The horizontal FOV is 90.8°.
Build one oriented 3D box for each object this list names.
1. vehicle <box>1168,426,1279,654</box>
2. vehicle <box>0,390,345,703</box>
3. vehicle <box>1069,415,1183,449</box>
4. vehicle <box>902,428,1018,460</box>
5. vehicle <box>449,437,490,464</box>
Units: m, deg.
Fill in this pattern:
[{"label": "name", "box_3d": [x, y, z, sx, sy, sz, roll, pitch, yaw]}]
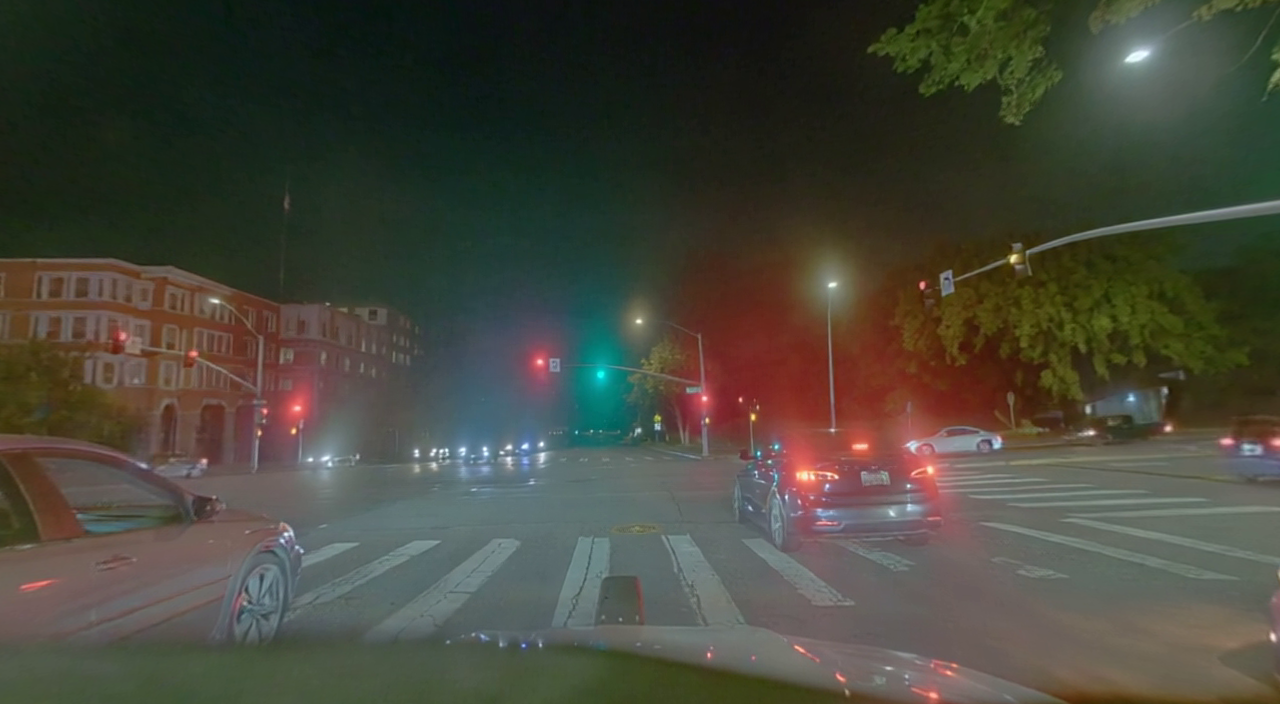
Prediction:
[{"label": "vehicle", "box_3d": [4.938, 0.988, 2.562, 1.949, 1.449, 4.530, -1, -8, 5]}, {"label": "vehicle", "box_3d": [-3.063, 0.886, 2.156, 1.919, 1.478, 4.720, 0, -8, -1]}, {"label": "vehicle", "box_3d": [26.993, 4.488, 35.171, 4.611, 1.797, 2.096, 0, -8, -2]}, {"label": "vehicle", "box_3d": [15.933, 4.611, 31.629, 4.660, 1.495, 2.007, 0, -8, -2]}, {"label": "vehicle", "box_3d": [-12.798, 7.409, 47.622, 2.051, 1.715, 4.346, -2, -6, -2]}]
